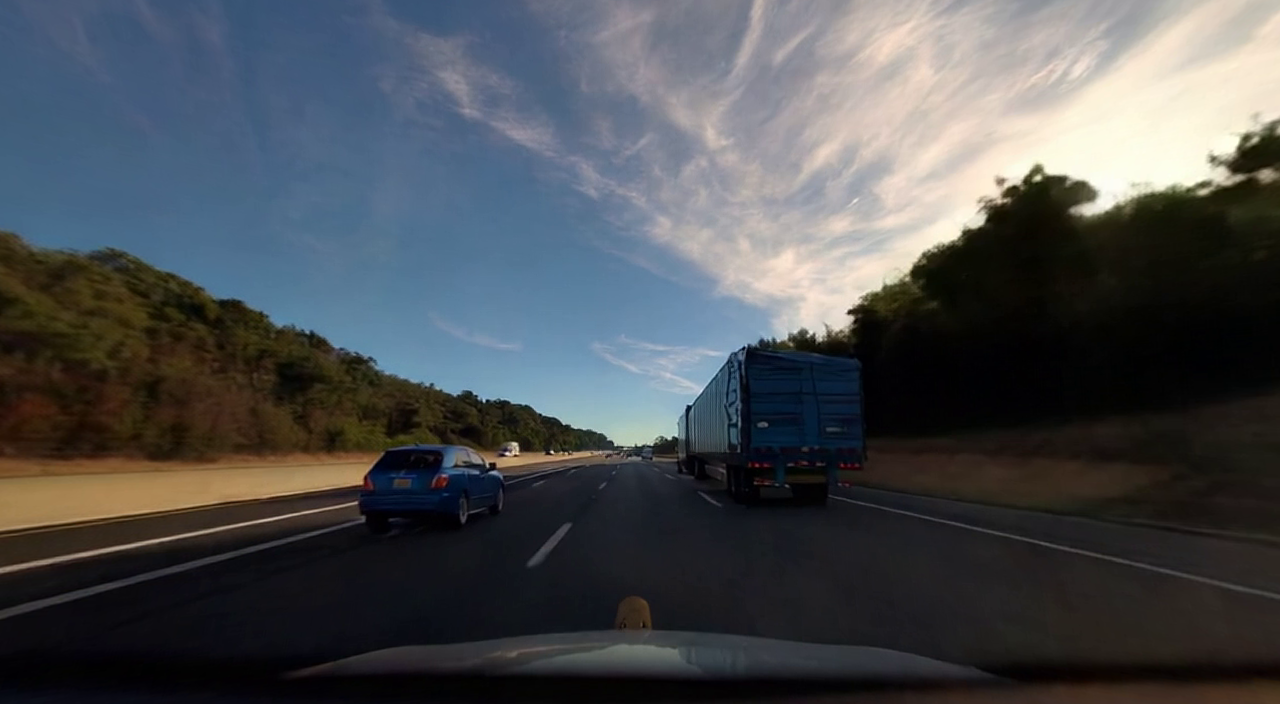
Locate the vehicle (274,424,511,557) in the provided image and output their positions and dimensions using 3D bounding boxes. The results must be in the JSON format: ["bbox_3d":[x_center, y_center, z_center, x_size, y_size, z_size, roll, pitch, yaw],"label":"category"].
[{"bbox_3d":[-3.612,2.115,10.269,2.115,1.670,4.261,0,-9,0],"label":"vehicle"}]

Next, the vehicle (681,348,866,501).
[{"bbox_3d":[4.210,3.340,26.128,3.532,4.201,17.611,0,-9,-1],"label":"vehicle"}]
